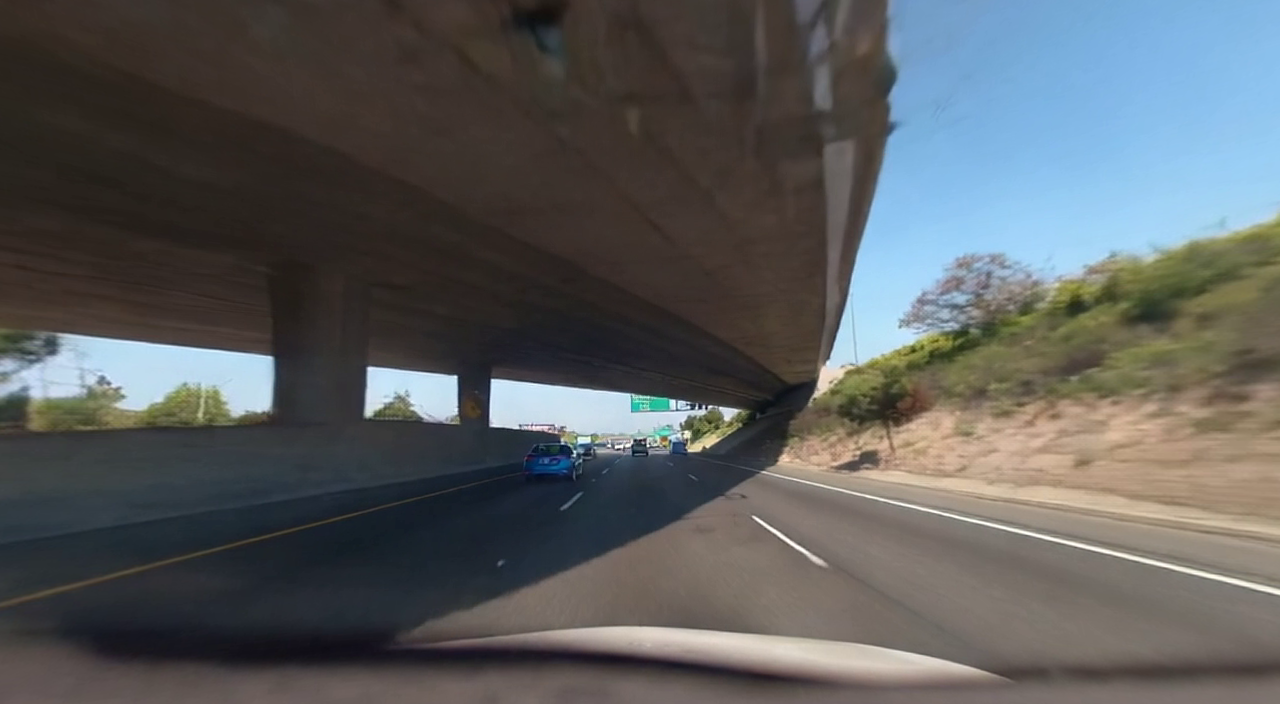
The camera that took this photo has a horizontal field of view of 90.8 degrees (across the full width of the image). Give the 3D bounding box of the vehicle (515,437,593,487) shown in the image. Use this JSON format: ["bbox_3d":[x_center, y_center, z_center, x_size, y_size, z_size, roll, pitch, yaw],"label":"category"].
[{"bbox_3d":[-2.901,3.829,22.356,2.029,1.557,4.570,0,-8,1],"label":"vehicle"}]
